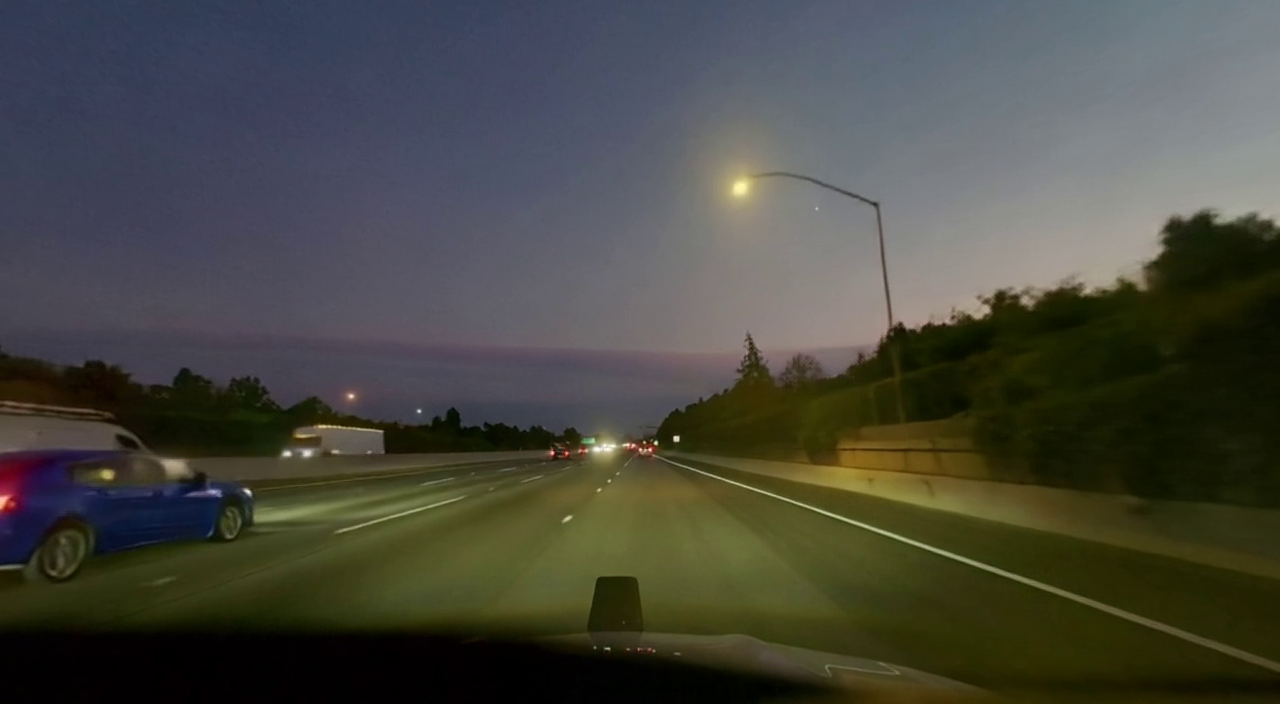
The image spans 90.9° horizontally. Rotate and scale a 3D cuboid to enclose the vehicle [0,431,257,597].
[{"bbox_3d":[-6.758,1.662,7.025,1.981,1.486,4.735,0,-8,0],"label":"vehicle"}]
